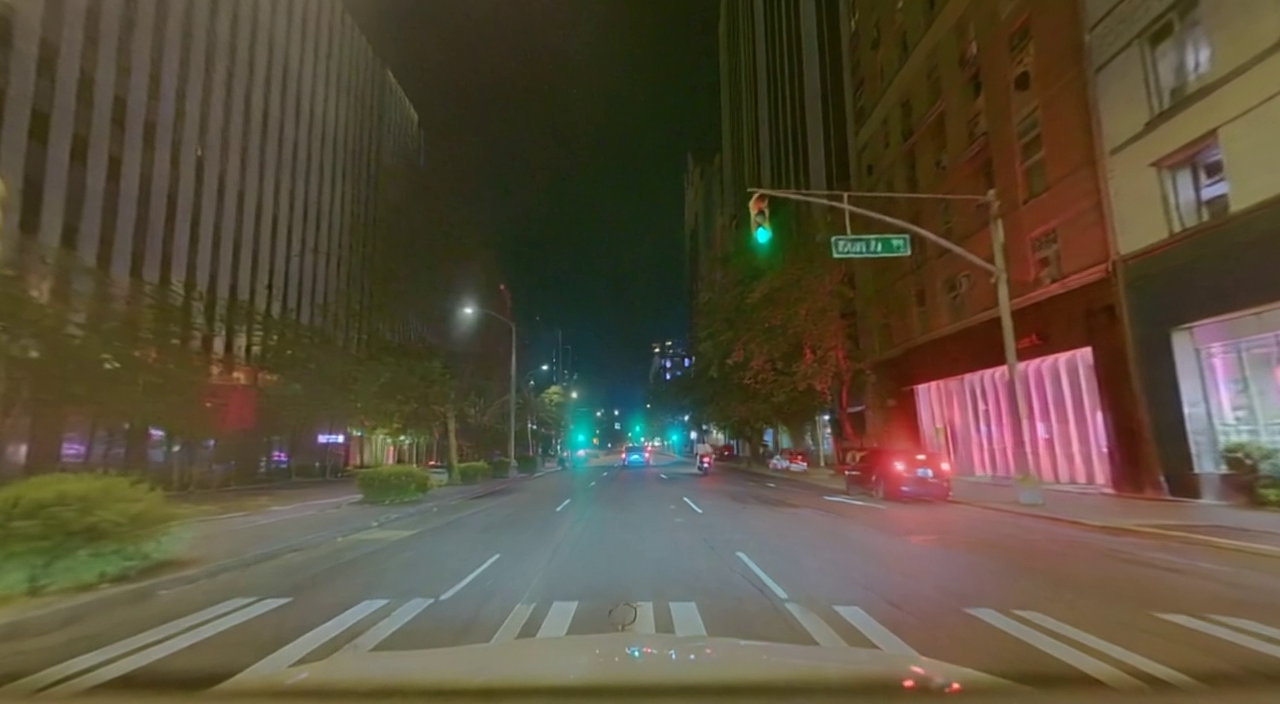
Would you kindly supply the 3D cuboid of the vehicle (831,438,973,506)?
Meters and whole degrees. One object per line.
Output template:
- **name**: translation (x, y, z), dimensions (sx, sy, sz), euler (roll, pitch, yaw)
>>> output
- **vehicle**: translation (6.928, 3.196, 17.283), dimensions (2.069, 1.590, 4.066), euler (0, -9, -1)

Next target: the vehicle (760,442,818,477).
- **vehicle**: translation (7.112, 5.172, 30.595), dimensions (1.785, 1.586, 3.896), euler (0, -9, -1)

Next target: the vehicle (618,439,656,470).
- **vehicle**: translation (-0.232, 6.205, 38.416), dimensions (2.223, 1.775, 4.250), euler (0, -9, -2)
